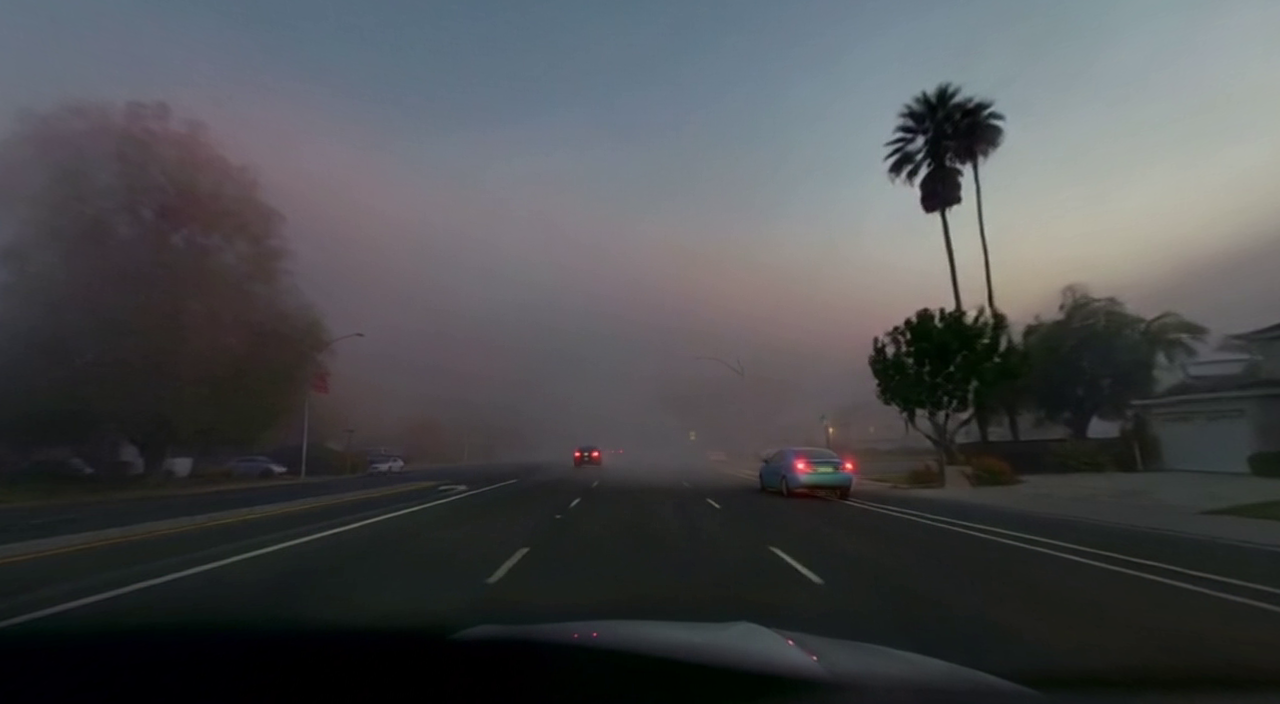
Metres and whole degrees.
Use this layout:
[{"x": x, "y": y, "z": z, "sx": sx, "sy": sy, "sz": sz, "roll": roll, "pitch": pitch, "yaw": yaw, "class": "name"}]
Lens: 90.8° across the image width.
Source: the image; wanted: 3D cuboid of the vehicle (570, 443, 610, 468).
[{"x": -3.248, "y": 6.823, "z": 41.941, "sx": 2.263, "sy": 1.548, "sz": 4.555, "roll": 0, "pitch": -8, "yaw": 0, "class": "vehicle"}]

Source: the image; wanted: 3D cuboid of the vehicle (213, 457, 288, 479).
[{"x": -28.266, "y": 8.414, "z": 45.918, "sx": 4.113, "sy": 1.535, "sz": 1.952, "roll": 1, "pitch": -8, "yaw": -1, "class": "vehicle"}]

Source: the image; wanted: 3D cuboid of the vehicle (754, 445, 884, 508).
[{"x": 4.565, "y": 3.233, "z": 16.987, "sx": 2.149, "sy": 1.421, "sz": 4.805, "roll": 0, "pitch": -8, "yaw": 1, "class": "vehicle"}]

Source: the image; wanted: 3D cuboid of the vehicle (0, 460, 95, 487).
[{"x": -35.334, "y": 7.151, "z": 37.290, "sx": 4.503, "sy": 1.515, "sz": 1.964, "roll": 0, "pitch": -9, "yaw": 2, "class": "vehicle"}]
